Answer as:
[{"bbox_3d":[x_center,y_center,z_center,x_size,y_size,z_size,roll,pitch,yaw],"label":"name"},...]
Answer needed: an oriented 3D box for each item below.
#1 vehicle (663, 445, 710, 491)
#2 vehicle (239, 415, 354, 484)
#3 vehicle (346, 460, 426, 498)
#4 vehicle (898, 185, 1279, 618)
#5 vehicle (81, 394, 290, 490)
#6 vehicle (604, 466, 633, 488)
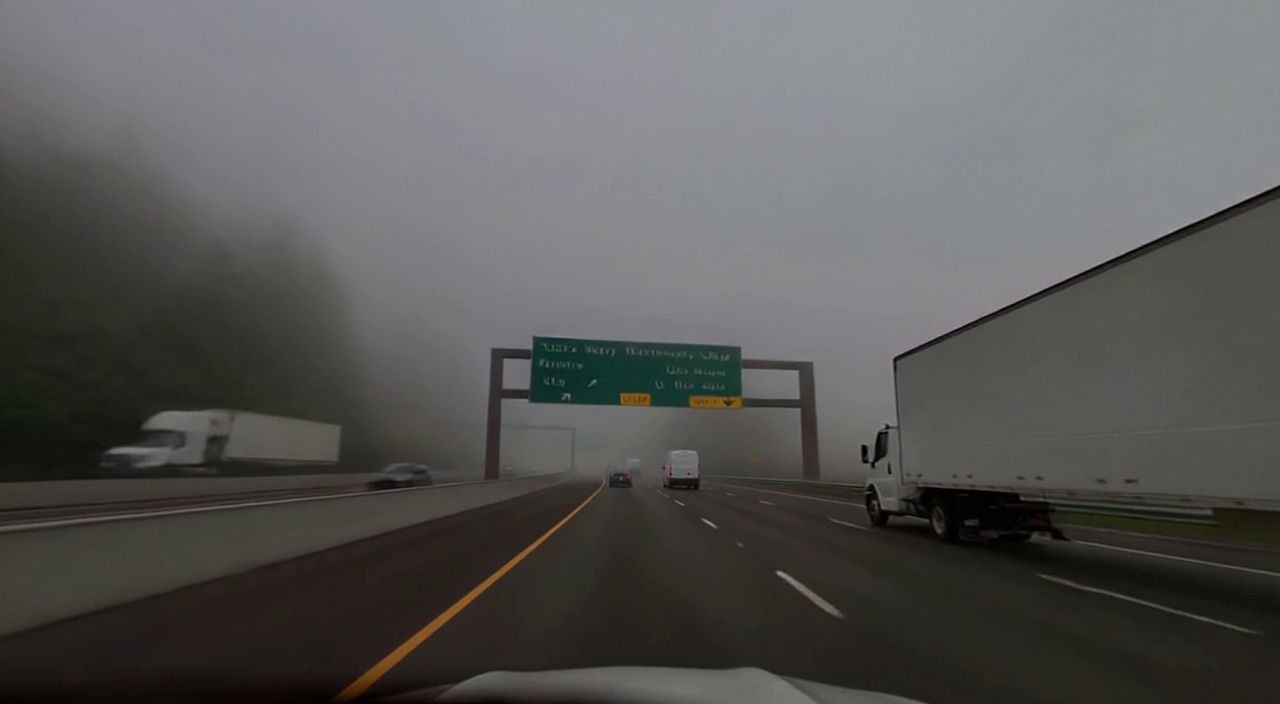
[{"bbox_3d":[2.786,7.240,39.226,2.291,2.639,5.280,1,-10,-3],"label":"vehicle"},{"bbox_3d":[-22.163,6.511,41.246,2.865,4.027,8.179,1,-10,-1],"label":"vehicle"},{"bbox_3d":[-10.634,5.331,26.617,1.805,1.450,3.722,1,-10,0],"label":"vehicle"},{"bbox_3d":[7.555,0.700,7.213,2.866,4.102,14.351,1,-10,-1],"label":"vehicle"},{"bbox_3d":[-21.967,4.712,31.560,2.916,4.000,10.037,1,-10,-1],"label":"vehicle"},{"bbox_3d":[-1.645,9.536,48.080,2.106,1.524,4.381,1,-10,-2],"label":"vehicle"}]
